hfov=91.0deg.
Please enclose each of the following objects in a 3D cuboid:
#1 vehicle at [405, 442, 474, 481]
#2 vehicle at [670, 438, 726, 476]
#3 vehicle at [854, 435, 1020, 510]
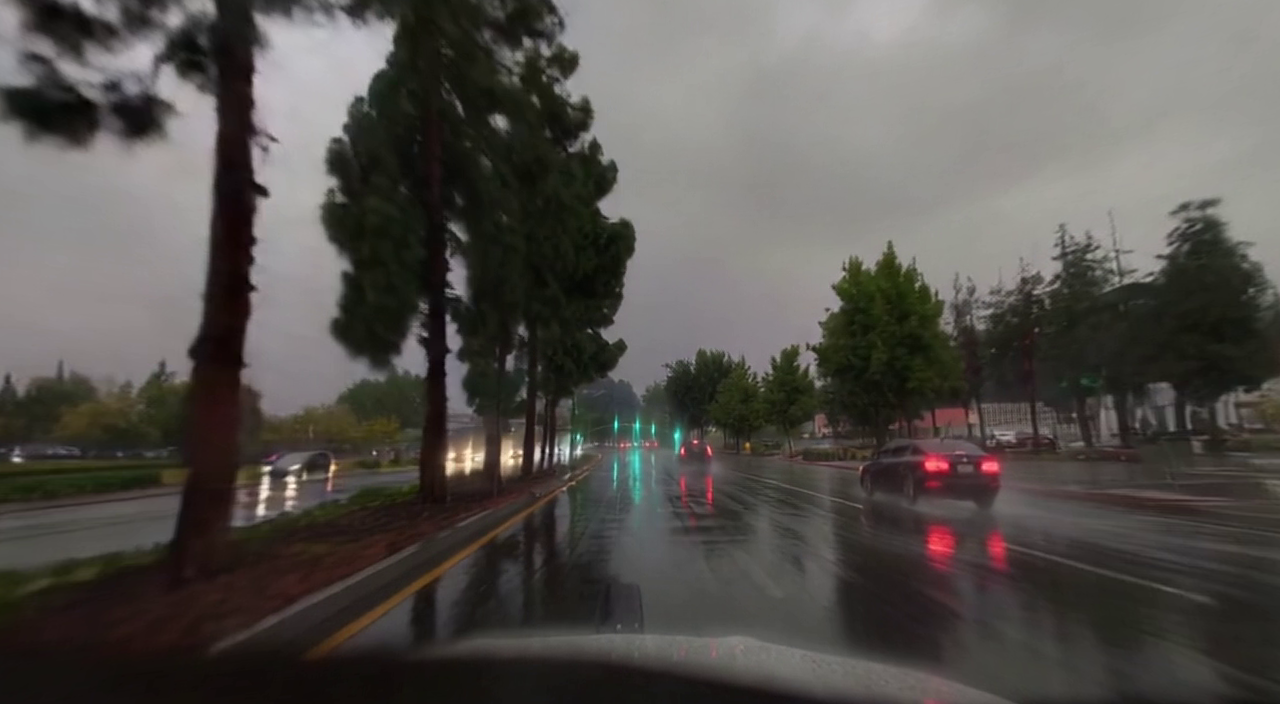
[{"bbox_3d":[-9.426,5.177,29.939,1.968,1.684,4.265,0,-9,-2],"label":"vehicle"},{"bbox_3d":[2.629,4.909,29.622,2.161,1.676,4.151,0,-9,-1],"label":"vehicle"},{"bbox_3d":[6.852,2.796,15.107,1.886,1.528,4.169,0,-9,-1],"label":"vehicle"}]
